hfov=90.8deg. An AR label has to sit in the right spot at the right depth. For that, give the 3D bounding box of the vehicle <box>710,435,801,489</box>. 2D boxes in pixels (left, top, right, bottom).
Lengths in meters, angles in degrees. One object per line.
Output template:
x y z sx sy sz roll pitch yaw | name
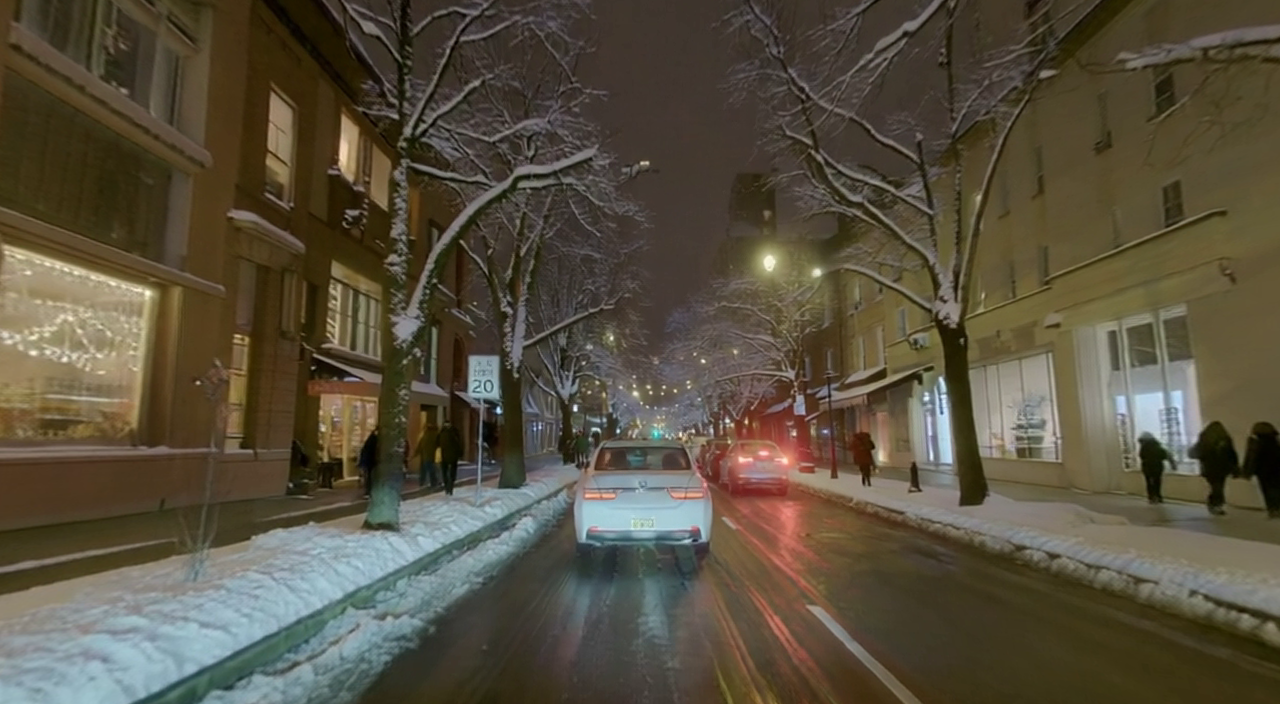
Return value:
3.576 3.507 20.450 2.025 1.523 4.426 0 -9 -1 | vehicle

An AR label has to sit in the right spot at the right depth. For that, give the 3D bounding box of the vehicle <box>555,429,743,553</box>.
0.062 1.984 9.730 2.261 1.474 4.130 0 -9 -1 | vehicle
